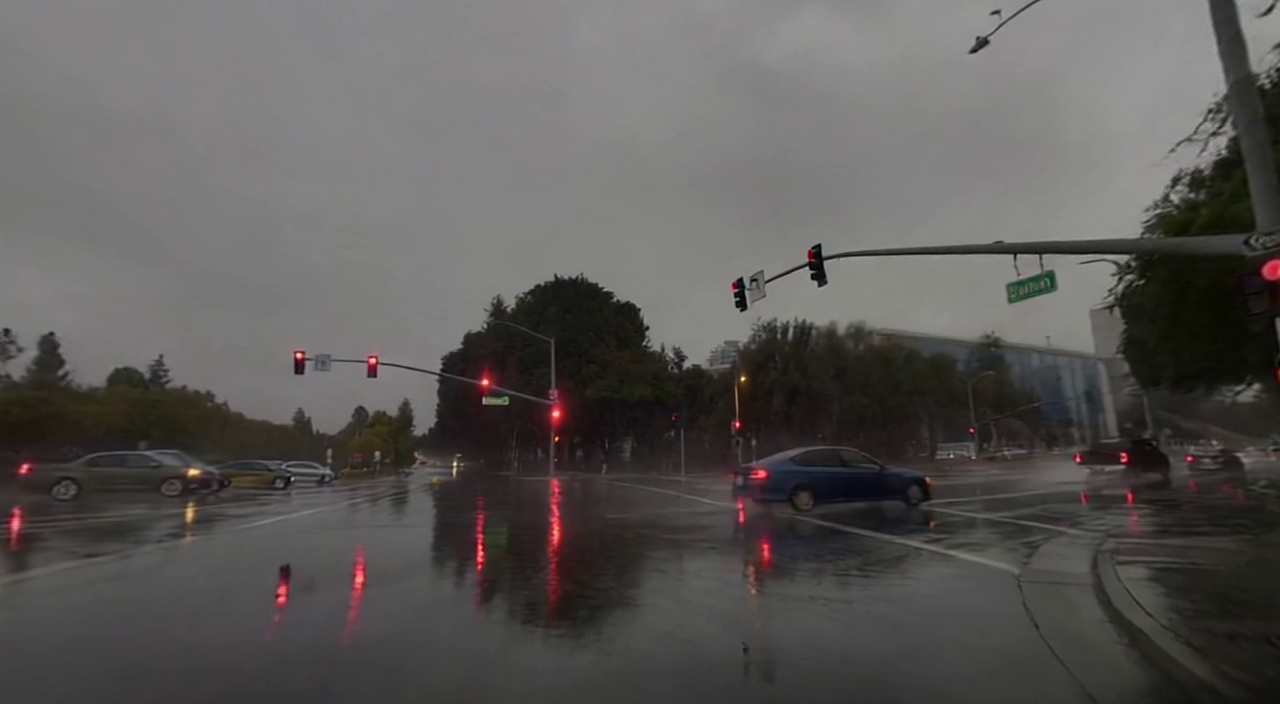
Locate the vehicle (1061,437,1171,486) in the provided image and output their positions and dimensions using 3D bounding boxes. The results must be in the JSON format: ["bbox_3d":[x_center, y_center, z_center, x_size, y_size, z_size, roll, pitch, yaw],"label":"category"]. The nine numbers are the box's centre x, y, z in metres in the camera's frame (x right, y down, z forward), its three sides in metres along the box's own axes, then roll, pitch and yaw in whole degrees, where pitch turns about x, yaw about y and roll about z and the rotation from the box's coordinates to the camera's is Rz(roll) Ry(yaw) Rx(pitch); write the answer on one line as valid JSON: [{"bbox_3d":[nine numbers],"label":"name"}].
[{"bbox_3d":[21.357,4.825,28.239,5.896,1.937,2.358,7,-11,-38],"label":"vehicle"}]

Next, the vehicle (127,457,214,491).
[{"bbox_3d":[-25.068,6.504,33.974,2.020,1.615,4.656,2,-9,-14],"label":"vehicle"}]

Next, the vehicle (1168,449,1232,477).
[{"bbox_3d":[32.217,6.329,36.289,4.728,1.471,1.957,7,-11,-40],"label":"vehicle"}]

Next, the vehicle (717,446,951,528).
[{"bbox_3d":[4.217,2.793,13.654,4.702,1.468,1.999,4,-10,-27],"label":"vehicle"}]

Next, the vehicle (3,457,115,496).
[{"bbox_3d":[-28.317,6.044,31.017,2.081,1.670,4.376,2,-9,-14],"label":"vehicle"}]
